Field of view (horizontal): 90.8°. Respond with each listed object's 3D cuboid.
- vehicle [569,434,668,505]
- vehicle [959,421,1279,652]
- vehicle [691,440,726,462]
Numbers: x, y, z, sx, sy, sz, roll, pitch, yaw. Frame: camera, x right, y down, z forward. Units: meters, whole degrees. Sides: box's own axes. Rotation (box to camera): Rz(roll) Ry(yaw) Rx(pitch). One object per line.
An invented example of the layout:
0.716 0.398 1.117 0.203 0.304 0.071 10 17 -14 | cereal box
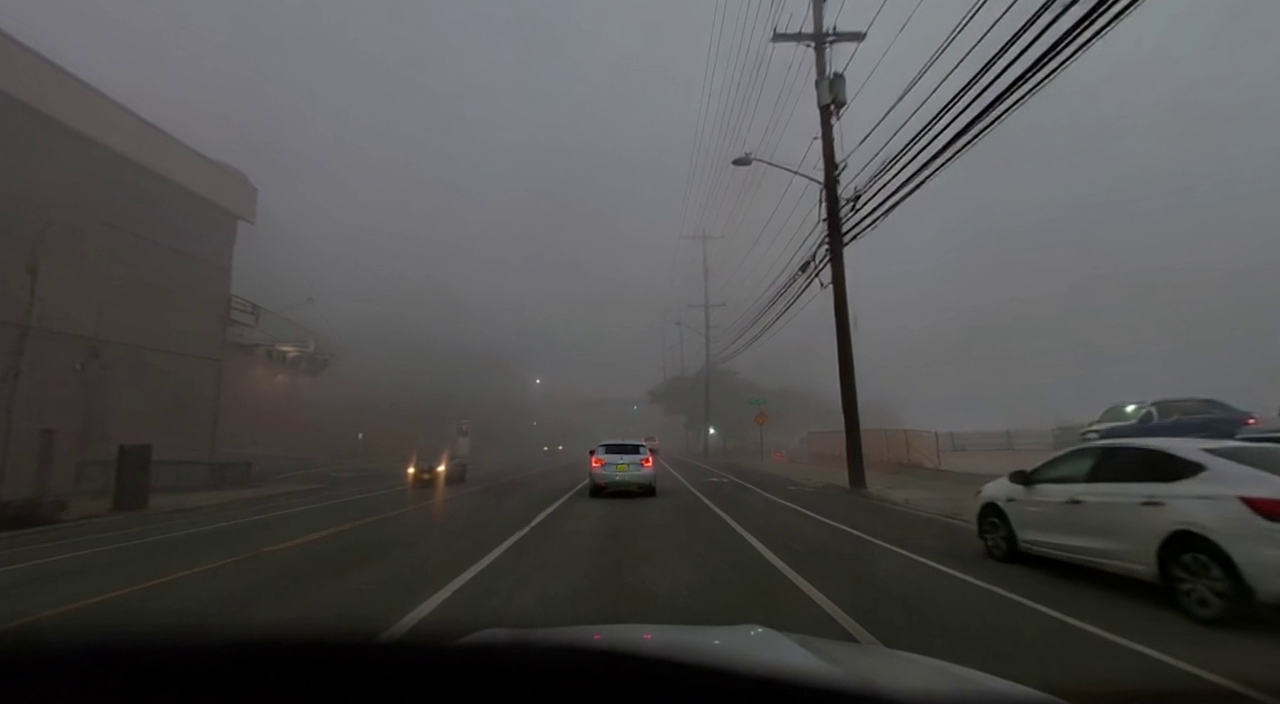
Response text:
-0.476 2.790 15.461 2.116 1.479 3.980 0 -8 -1 | vehicle
5.217 1.488 6.028 1.937 1.523 4.541 0 -8 0 | vehicle
4.804 6.953 44.650 1.908 1.470 3.935 0 -8 -2 | vehicle
